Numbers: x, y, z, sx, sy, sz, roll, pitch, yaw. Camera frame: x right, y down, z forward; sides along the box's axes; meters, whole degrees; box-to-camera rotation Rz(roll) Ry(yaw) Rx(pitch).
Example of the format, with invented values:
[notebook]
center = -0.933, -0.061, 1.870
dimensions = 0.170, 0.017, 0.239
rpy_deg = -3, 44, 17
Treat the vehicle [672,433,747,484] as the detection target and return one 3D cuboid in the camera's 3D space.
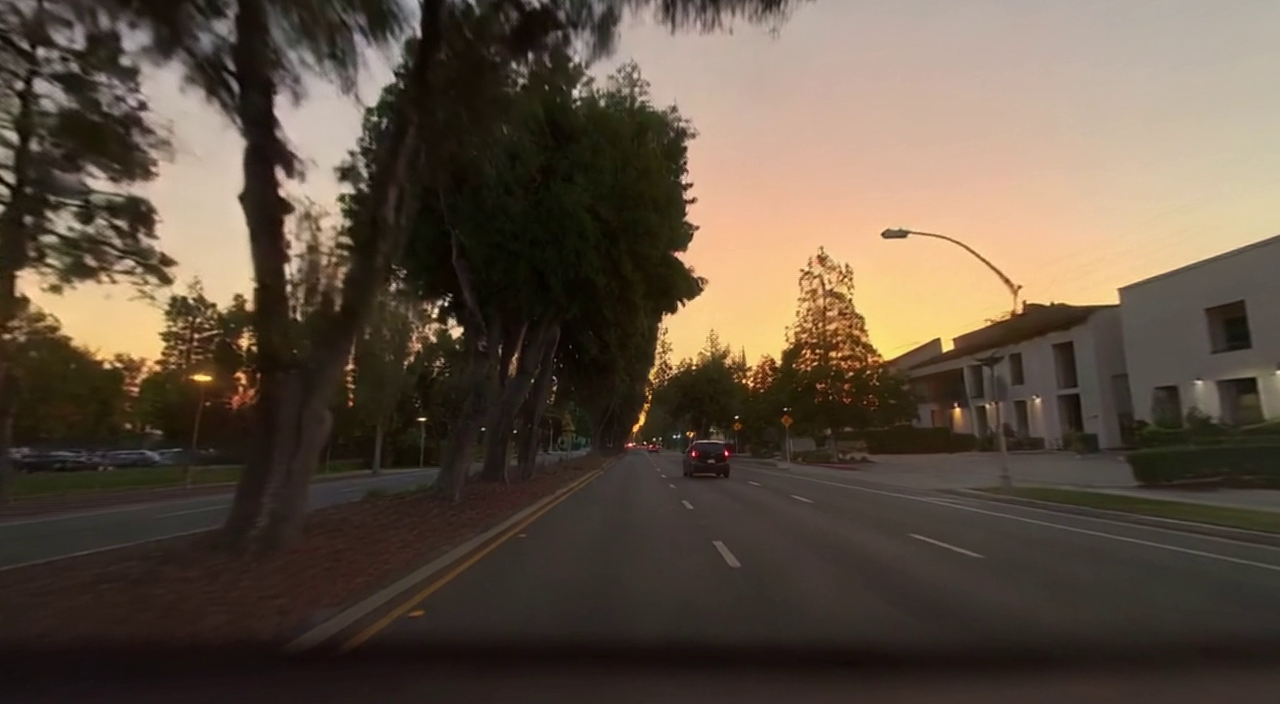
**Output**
[vehicle]
center = 2.548, 4.069, 24.454
dimensions = 2.240, 1.740, 4.605
rpy_deg = 0, -8, -2
